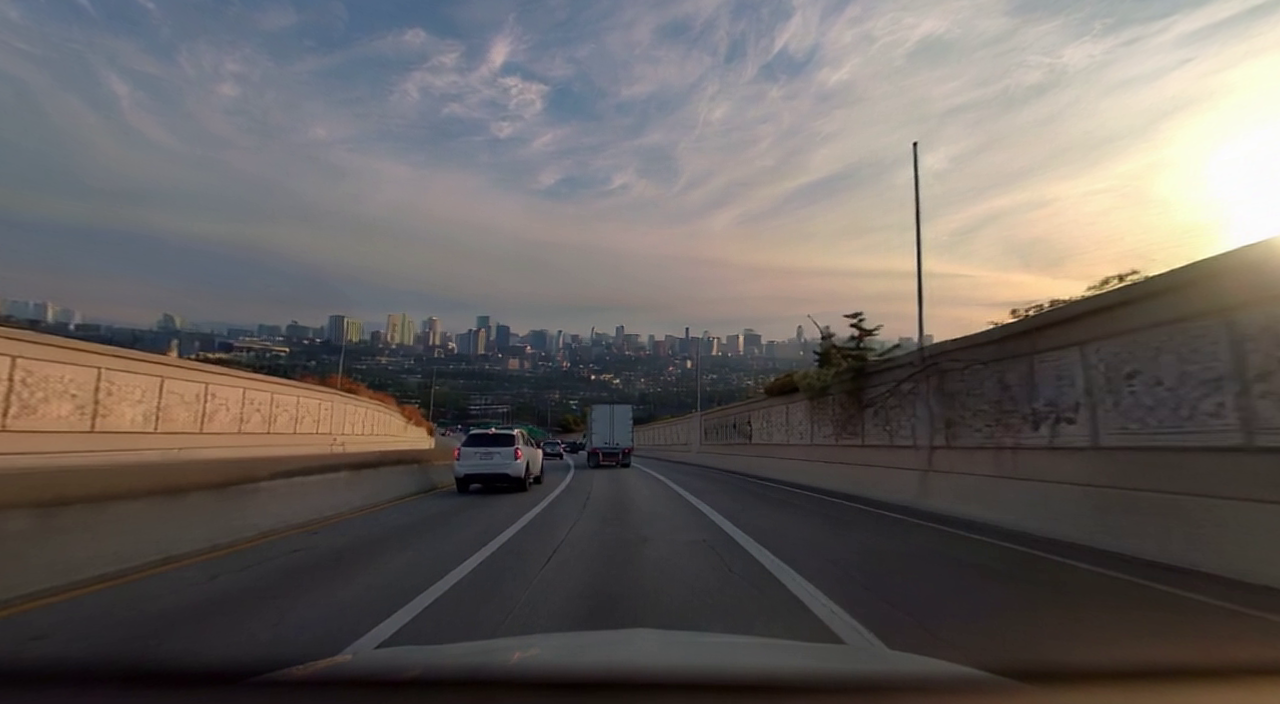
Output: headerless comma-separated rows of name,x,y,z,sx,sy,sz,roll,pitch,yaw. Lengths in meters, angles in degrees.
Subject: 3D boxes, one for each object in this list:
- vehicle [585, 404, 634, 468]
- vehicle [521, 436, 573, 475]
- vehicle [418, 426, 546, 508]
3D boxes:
vehicle,-2.124,6.162,45.491,2.959,3.975,12.918,1,-9,-2
vehicle,-4.454,5.042,30.874,2.044,1.740,4.361,1,-9,-2
vehicle,-3.704,2.791,15.683,2.041,1.734,4.391,0,-9,0
